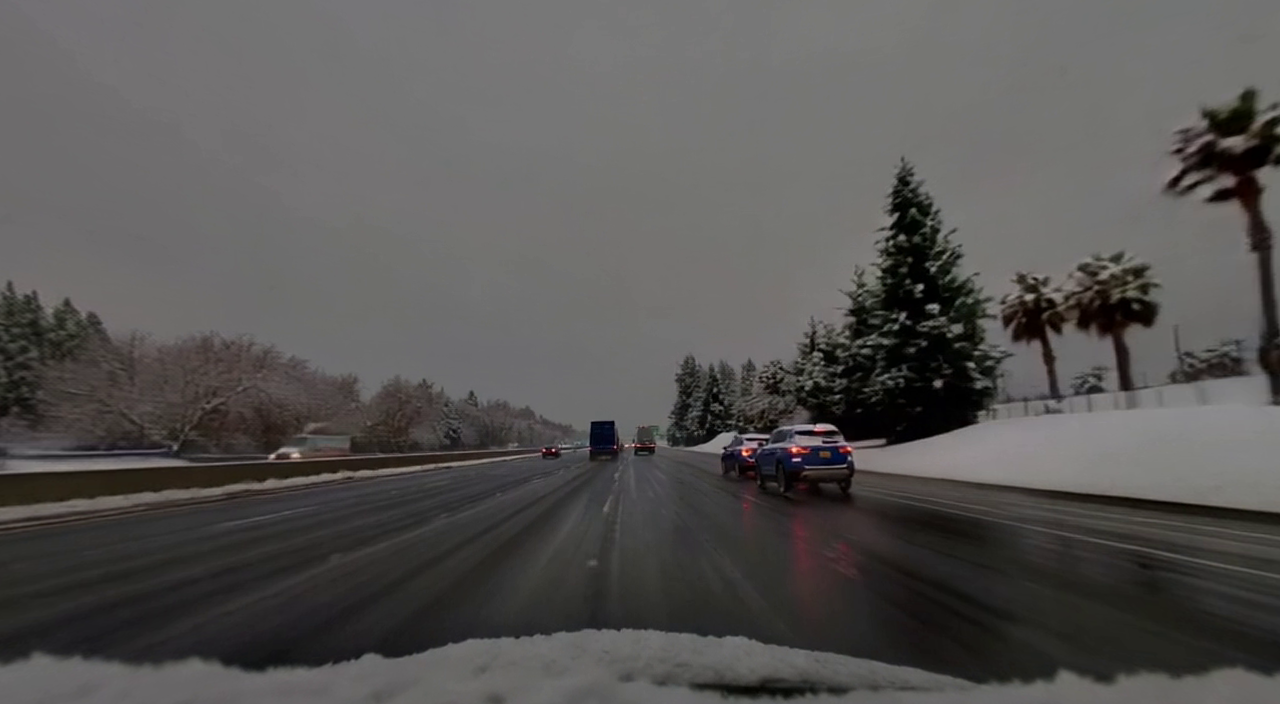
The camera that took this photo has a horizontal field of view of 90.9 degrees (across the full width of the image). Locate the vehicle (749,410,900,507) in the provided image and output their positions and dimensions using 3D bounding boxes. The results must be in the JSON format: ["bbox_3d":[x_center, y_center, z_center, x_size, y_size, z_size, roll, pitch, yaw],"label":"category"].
[{"bbox_3d":[4.699,2.818,17.125,2.408,2.210,4.999,0,-8,-2],"label":"vehicle"}]

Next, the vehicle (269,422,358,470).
[{"bbox_3d":[-24.012,6.973,46.896,2.746,3.200,7.131,0,-8,0],"label":"vehicle"}]
